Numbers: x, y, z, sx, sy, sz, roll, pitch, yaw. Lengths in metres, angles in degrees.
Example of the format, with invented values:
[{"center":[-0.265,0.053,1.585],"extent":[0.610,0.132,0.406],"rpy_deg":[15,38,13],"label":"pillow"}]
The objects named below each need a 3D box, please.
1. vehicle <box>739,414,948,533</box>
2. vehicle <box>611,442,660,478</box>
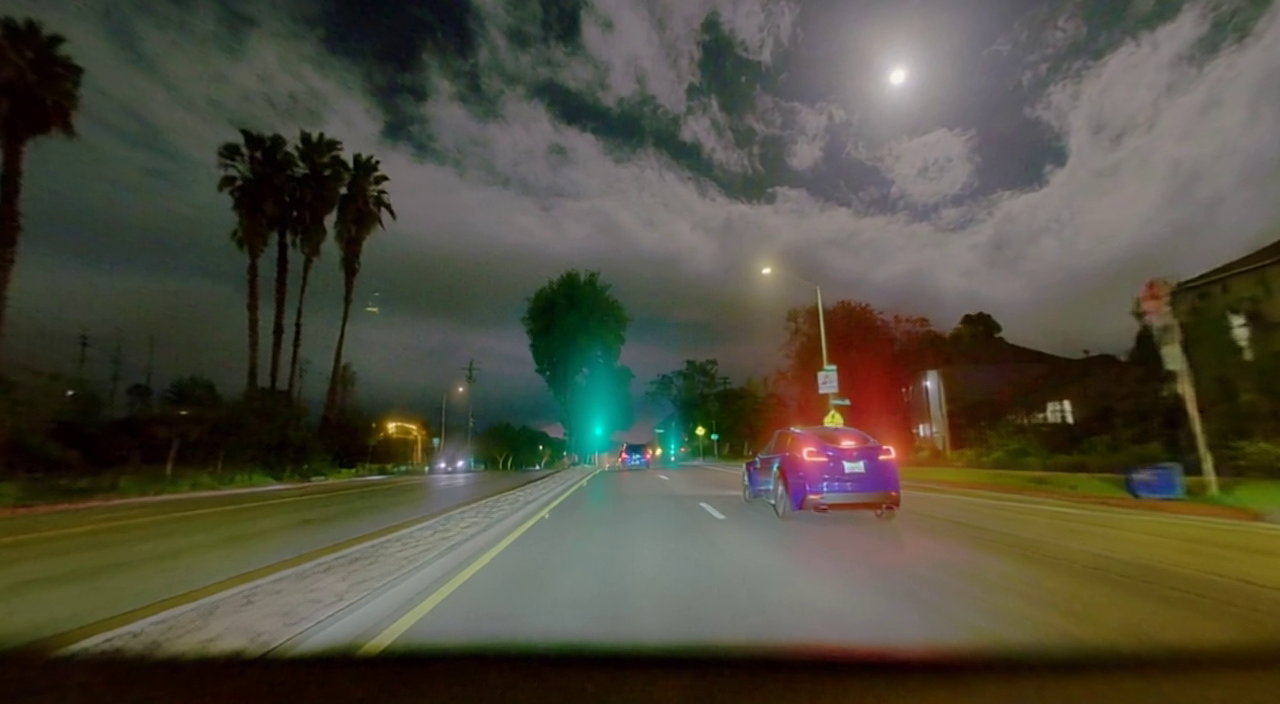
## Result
[{"center":[3.540,2.251,12.351],"extent":[2.205,1.803,5.135],"rpy_deg":[0,-9,-2],"label":"vehicle"},{"center":[-0.283,5.488,32.375],"extent":[2.341,1.709,4.466],"rpy_deg":[0,-9,-1],"label":"vehicle"}]
